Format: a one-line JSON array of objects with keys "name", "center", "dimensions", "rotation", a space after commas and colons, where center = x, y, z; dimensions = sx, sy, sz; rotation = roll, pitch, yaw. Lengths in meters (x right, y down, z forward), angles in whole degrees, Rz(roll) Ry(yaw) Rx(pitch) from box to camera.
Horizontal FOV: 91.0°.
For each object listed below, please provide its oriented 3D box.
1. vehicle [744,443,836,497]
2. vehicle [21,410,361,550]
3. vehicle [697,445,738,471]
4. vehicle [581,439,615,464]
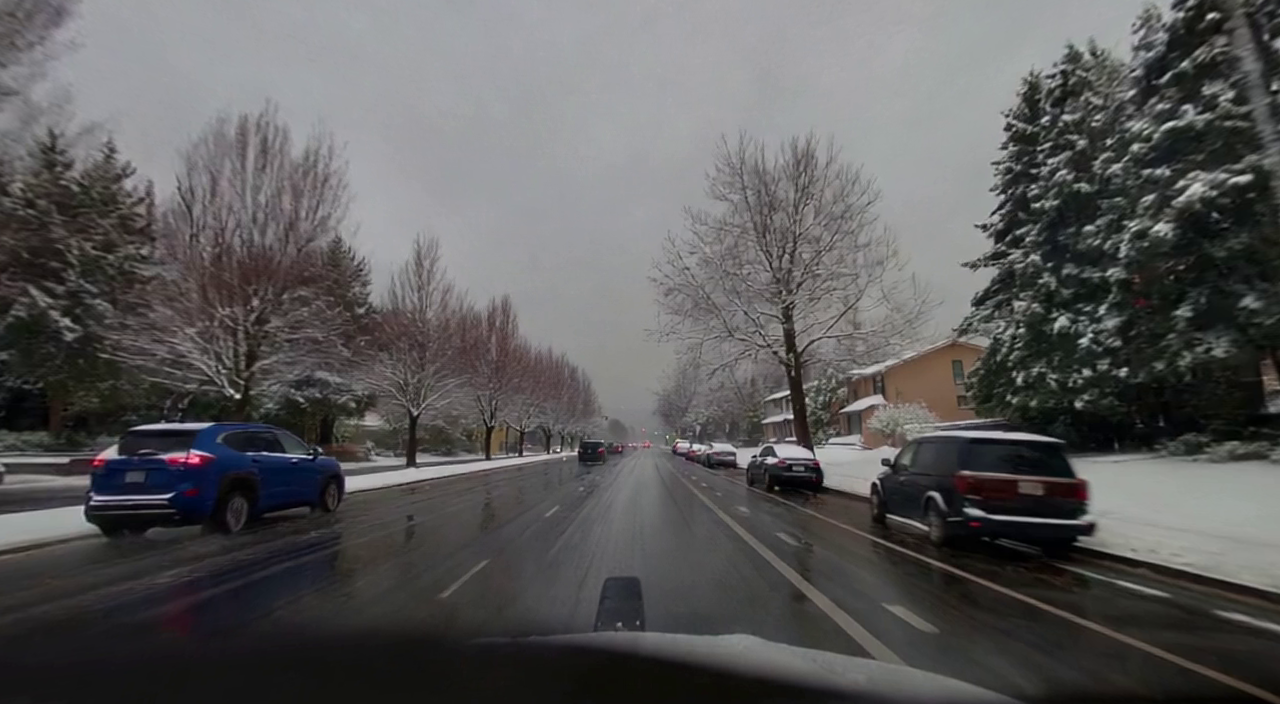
[{"name": "vehicle", "center": [4.637, 3.702, 20.167], "dimensions": [1.939, 1.504, 4.189], "rotation": [0, -9, 0]}, {"name": "vehicle", "center": [-6.578, 1.924, 10.100], "dimensions": [2.034, 1.711, 4.512], "rotation": [0, -9, 1]}, {"name": "vehicle", "center": [4.935, 6.818, 40.699], "dimensions": [1.952, 1.505, 4.713], "rotation": [0, -9, -1]}, {"name": "vehicle", "center": [-3.085, 7.497, 47.476], "dimensions": [2.228, 1.796, 4.491], "rotation": [0, -9, 1]}]
